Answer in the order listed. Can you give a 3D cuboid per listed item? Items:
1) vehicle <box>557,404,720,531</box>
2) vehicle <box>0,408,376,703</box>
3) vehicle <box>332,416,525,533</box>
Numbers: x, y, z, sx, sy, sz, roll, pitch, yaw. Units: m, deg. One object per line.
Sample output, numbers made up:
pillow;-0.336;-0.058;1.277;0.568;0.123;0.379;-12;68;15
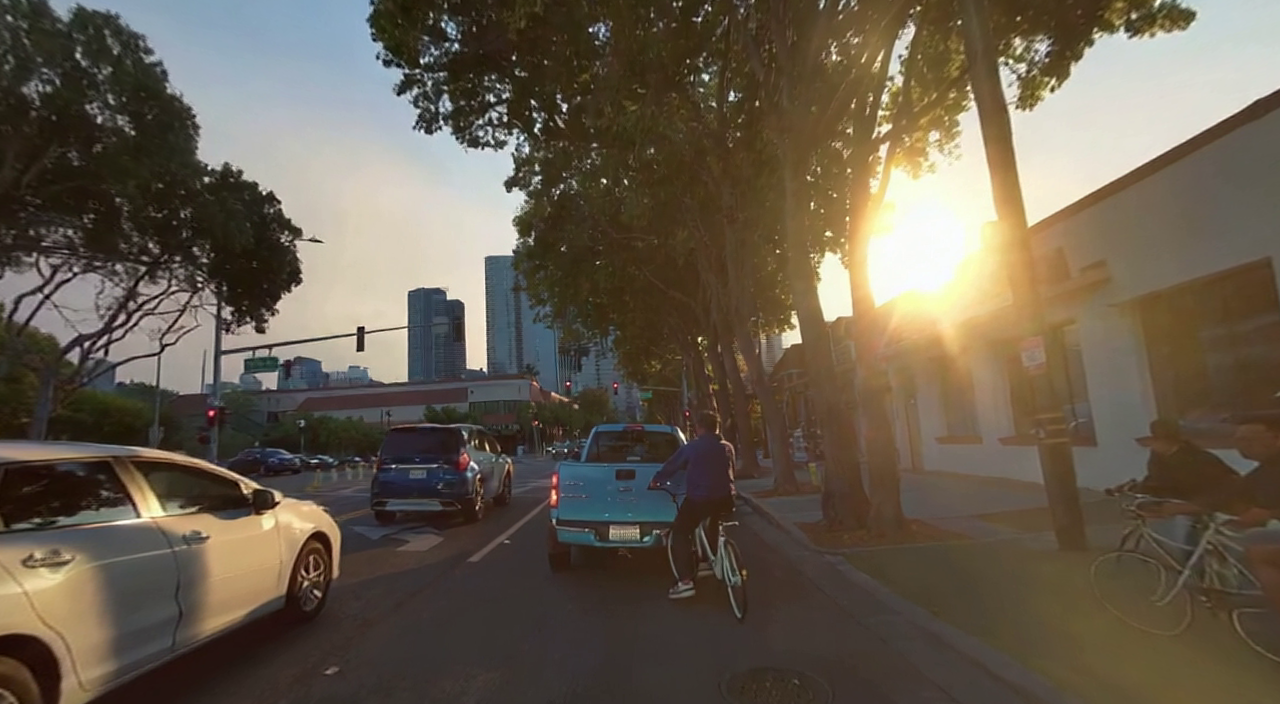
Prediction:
vehicle;-0.074;2.101;12.025;2.426;1.882;5.027;0;-9;-1
vehicle;-3.572;1.184;3.875;2.064;1.486;4.140;0;-9;1
vehicle;-3.611;2.196;11.836;2.046;1.750;4.452;0;-9;0
